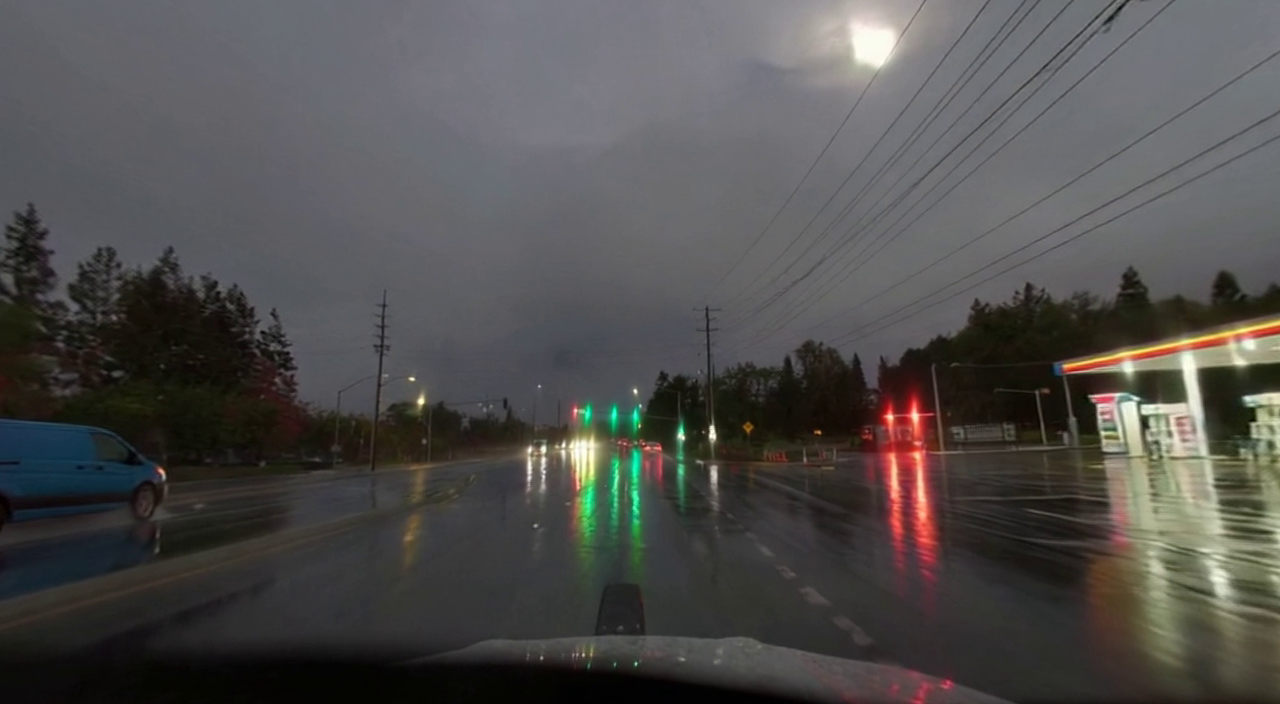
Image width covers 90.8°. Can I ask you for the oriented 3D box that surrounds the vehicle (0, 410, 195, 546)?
[{"bbox_3d":[-9.840,1.904,9.816,2.149,1.848,4.961,0,-8,1],"label":"vehicle"}]
